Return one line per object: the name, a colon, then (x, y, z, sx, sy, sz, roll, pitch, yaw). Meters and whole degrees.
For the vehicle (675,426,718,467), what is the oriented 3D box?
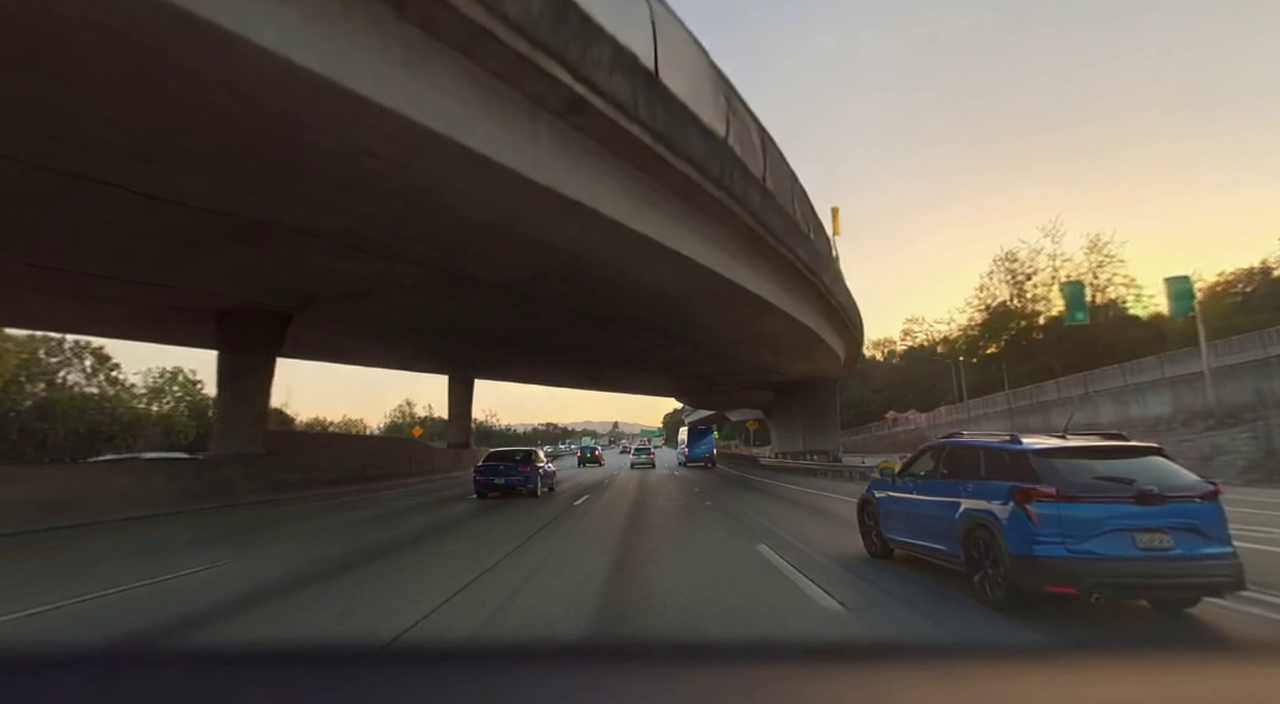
vehicle: (3.972, 6.874, 45.757, 2.436, 2.745, 6.607, 0, -9, -1)

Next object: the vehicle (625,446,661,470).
vehicle: (0.189, 6.756, 40.425, 2.174, 1.467, 4.005, 0, -8, 0)

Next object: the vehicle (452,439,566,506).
vehicle: (-3.352, 3.175, 17.020, 2.137, 1.562, 3.926, -1, -8, 1)

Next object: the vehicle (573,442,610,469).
vehicle: (-3.224, 7.017, 42.759, 2.078, 1.706, 4.298, -1, -9, 1)

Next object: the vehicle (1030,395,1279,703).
vehicle: (3.954, 0.905, 2.361, 2.085, 1.558, 4.466, 0, -9, 0)
